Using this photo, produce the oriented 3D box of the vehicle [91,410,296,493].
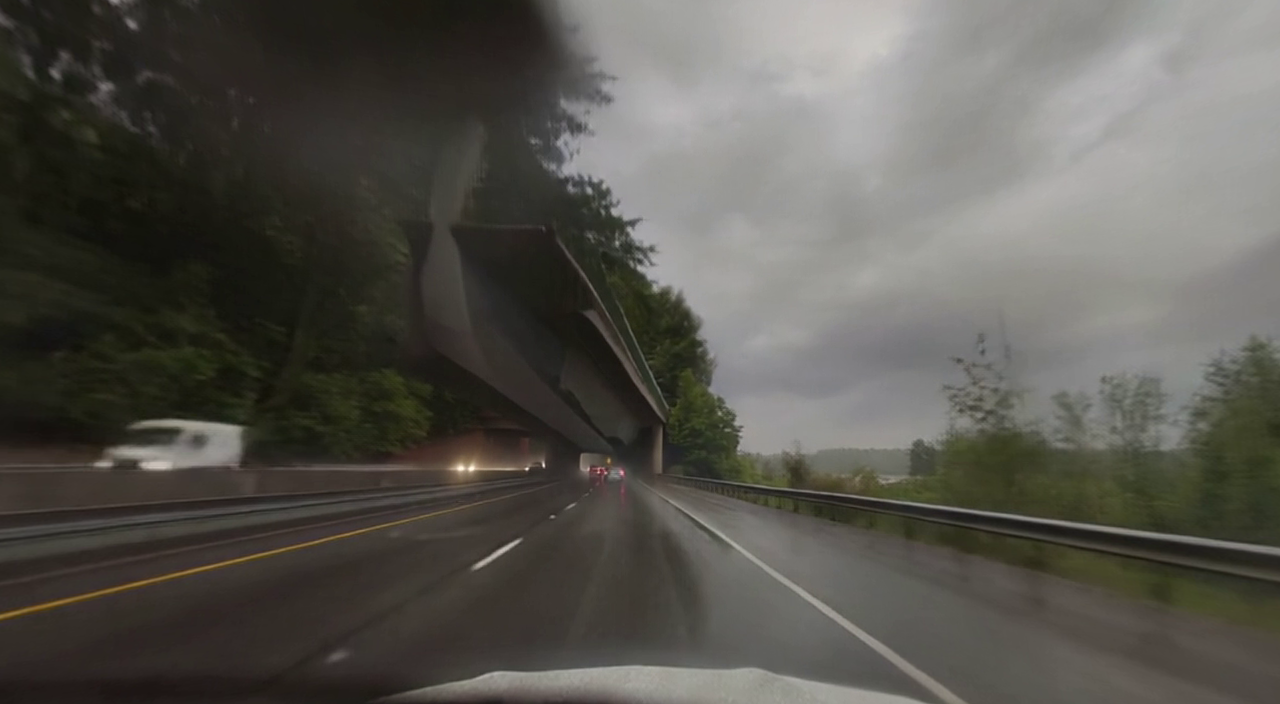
[{"bbox_3d":[-17.104,4.050,25.015,2.746,2.733,7.386,1,-11,-1],"label":"vehicle"}]
